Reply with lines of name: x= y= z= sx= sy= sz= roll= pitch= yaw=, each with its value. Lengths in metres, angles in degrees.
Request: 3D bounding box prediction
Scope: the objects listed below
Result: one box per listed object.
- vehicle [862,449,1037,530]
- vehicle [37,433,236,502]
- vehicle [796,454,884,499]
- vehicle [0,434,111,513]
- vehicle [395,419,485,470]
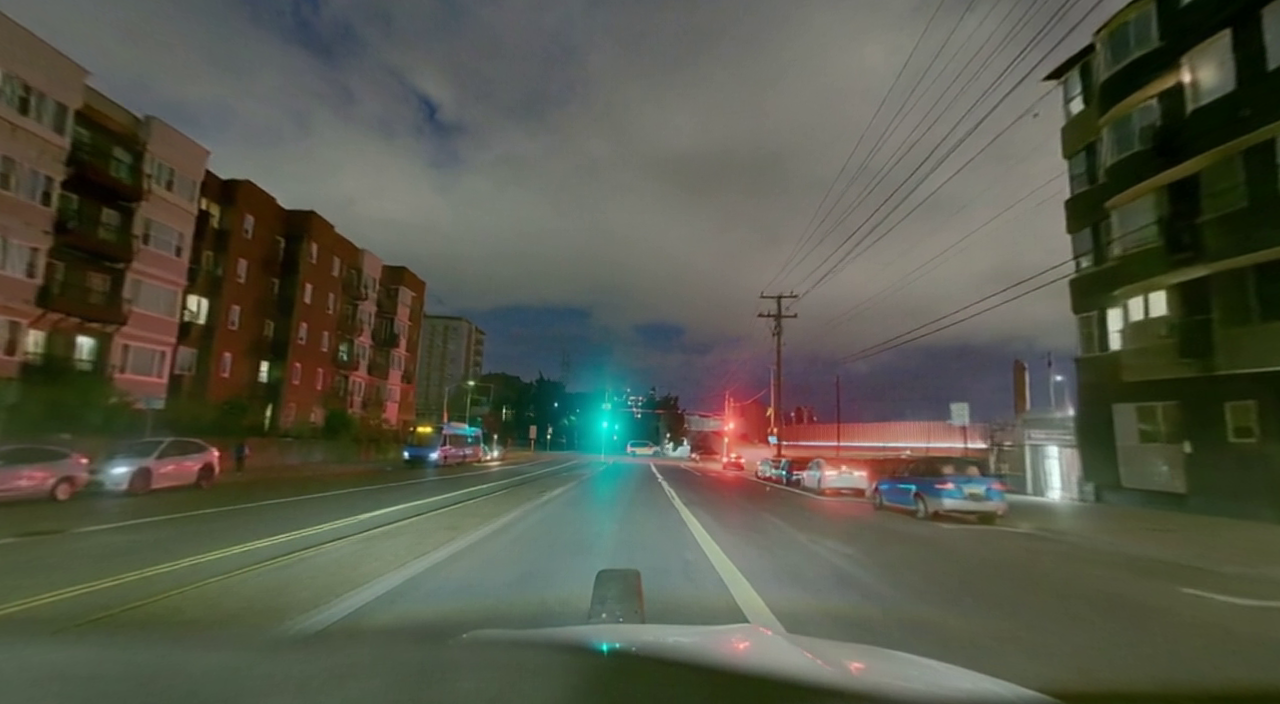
vehicle: x=7.728 y=3.420 z=16.449 sx=2.143 sy=1.731 sz=4.781 roll=0 pitch=-8 yaw=0
vehicle: x=-14.594 y=3.338 z=18.816 sx=2.107 sy=1.771 sz=4.871 roll=0 pitch=-8 yaw=-4
vehicle: x=7.768 y=4.863 z=25.066 sx=1.997 sy=1.517 sz=4.755 roll=0 pitch=-8 yaw=1
vehicle: x=-14.525 y=2.585 z=13.482 sx=2.124 sy=1.626 sz=4.908 roll=0 pitch=-8 yaw=1
vehicle: x=-14.296 y=6.790 z=46.406 sx=3.060 sy=3.307 sz=9.997 roll=0 pitch=-8 yaw=2
